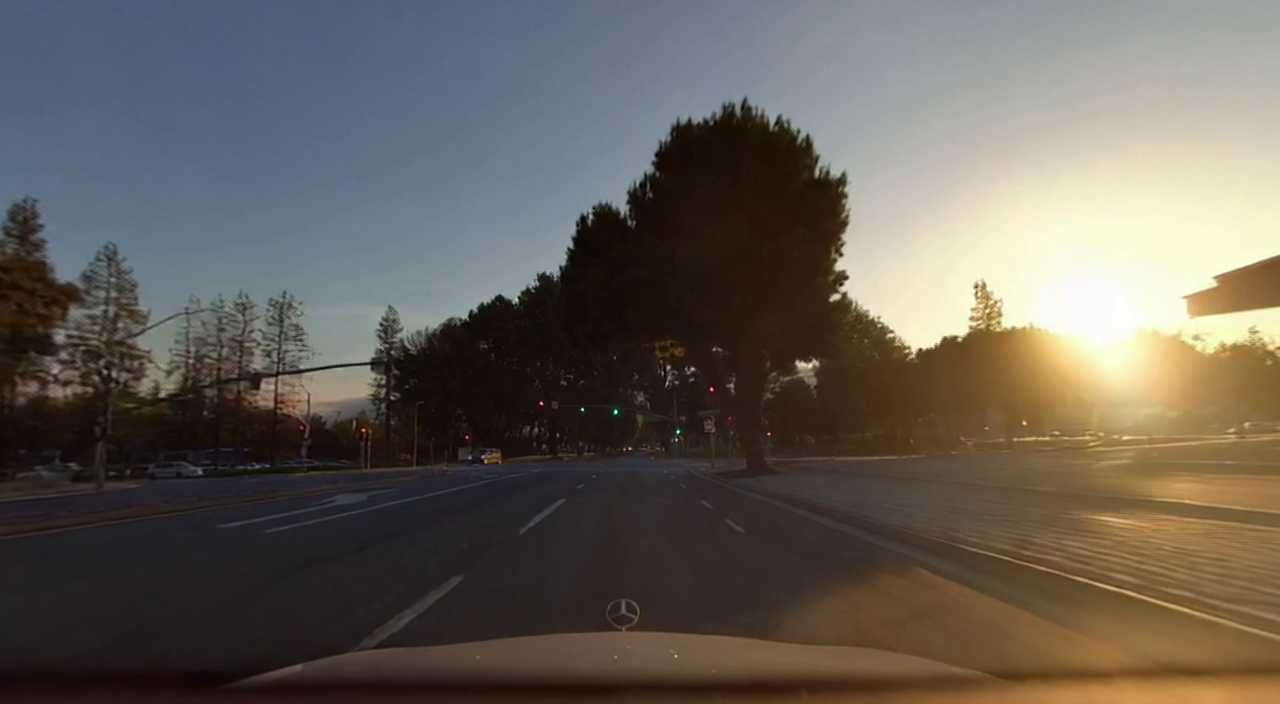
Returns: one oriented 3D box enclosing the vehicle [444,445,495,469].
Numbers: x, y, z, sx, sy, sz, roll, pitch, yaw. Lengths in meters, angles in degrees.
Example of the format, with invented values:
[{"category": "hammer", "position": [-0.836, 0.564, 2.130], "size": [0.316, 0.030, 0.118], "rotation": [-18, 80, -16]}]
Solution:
[{"category": "vehicle", "position": [-13.313, 8.128, 49.194], "size": [2.024, 1.733, 4.262], "rotation": [8, -12, -41]}]
